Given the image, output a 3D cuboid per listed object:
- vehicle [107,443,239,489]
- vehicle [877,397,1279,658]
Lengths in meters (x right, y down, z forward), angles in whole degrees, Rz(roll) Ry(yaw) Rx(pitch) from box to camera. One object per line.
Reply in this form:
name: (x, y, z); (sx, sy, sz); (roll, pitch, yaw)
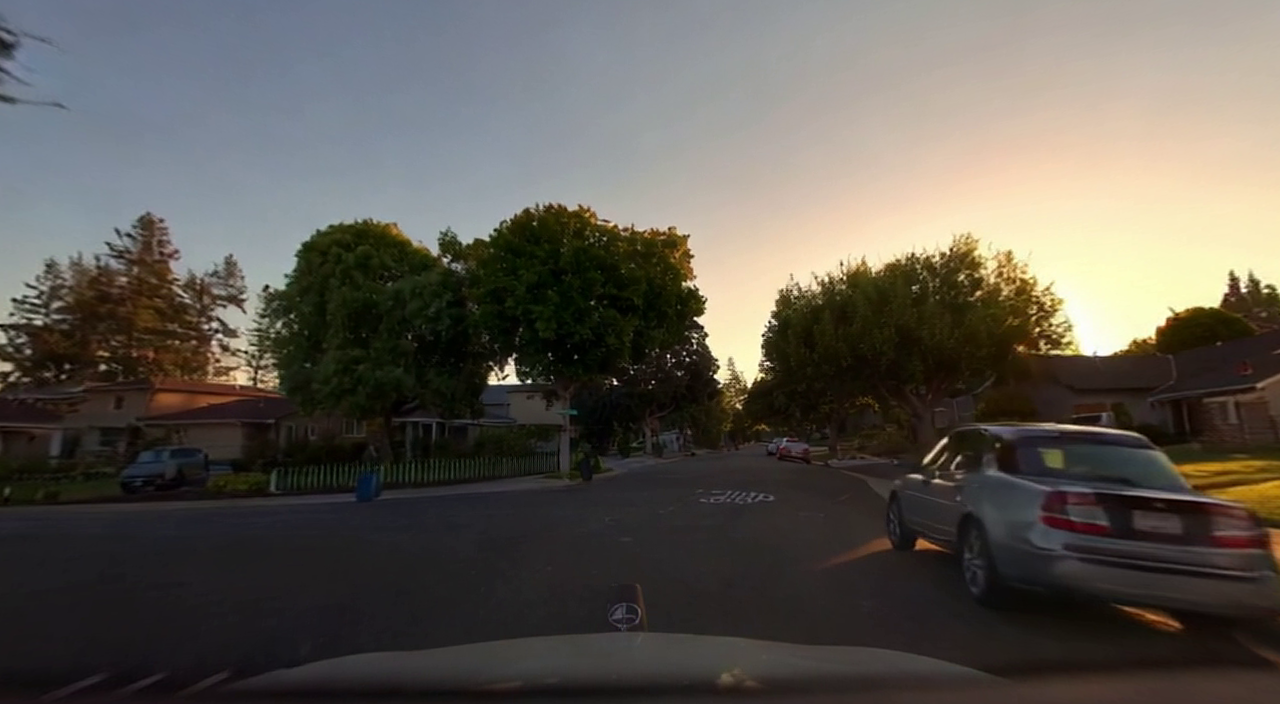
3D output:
vehicle: (-19.615, 4.775, 26.843); (2.021, 1.798, 4.491); (0, -9, 2)
vehicle: (4.068, 1.509, 6.534); (2.053, 1.737, 4.375); (-1, -9, 8)
